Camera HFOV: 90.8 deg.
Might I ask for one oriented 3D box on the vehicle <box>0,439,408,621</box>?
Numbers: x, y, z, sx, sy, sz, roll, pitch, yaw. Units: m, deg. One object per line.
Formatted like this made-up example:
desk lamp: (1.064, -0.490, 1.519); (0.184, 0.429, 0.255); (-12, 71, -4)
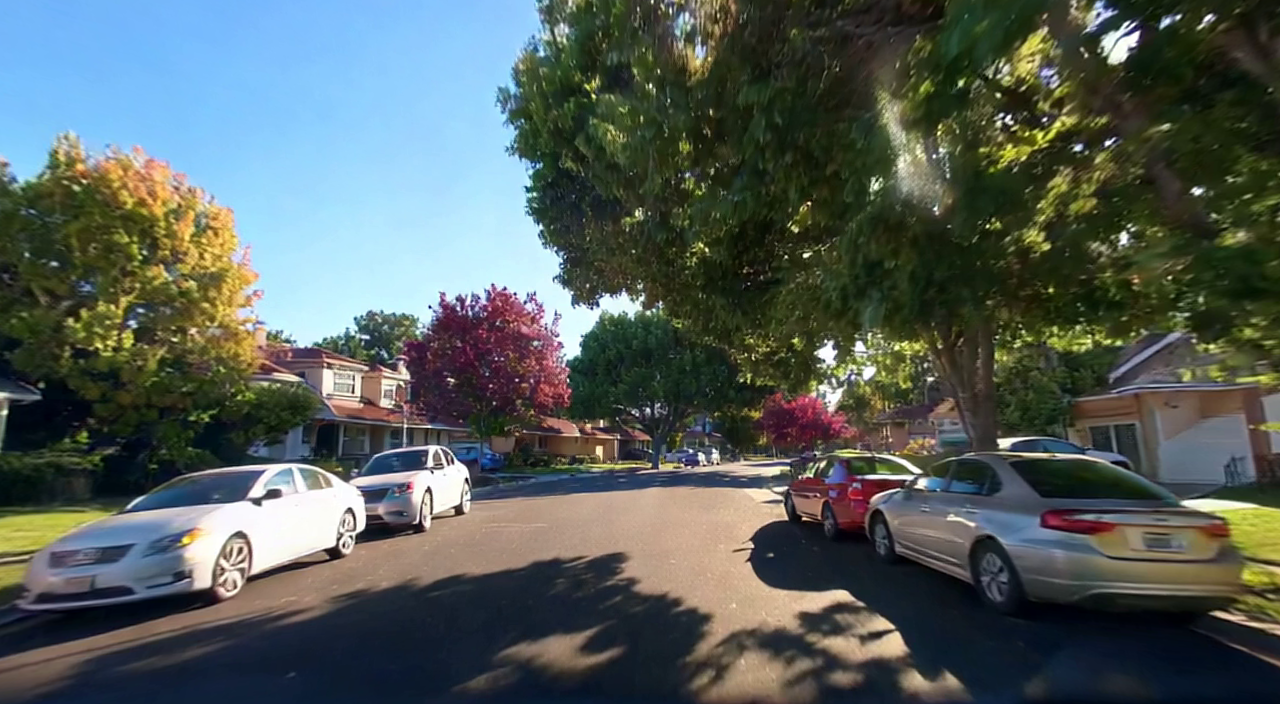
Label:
vehicle: (-4.755, 1.907, 7.969); (1.925, 1.468, 5.089); (-2, -9, -2)

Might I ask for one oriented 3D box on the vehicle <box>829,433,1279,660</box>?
vehicle: (3.753, 1.667, 6.645); (1.946, 1.484, 4.654); (0, -9, -2)
